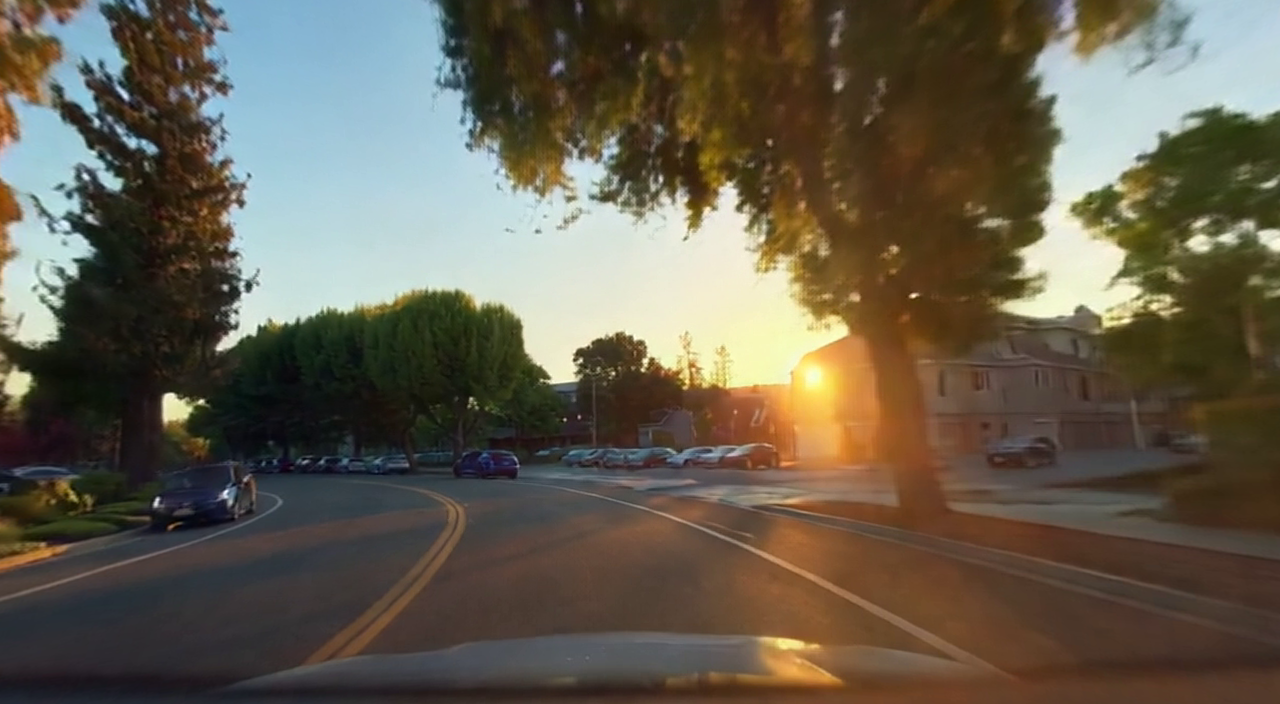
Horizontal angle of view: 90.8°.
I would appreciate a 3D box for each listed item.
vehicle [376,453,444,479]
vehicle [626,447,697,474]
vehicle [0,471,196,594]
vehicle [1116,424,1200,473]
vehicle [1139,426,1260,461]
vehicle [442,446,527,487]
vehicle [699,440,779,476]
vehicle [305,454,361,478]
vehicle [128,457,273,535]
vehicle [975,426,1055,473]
[{"bbox_3d":[-14.929,7.343,40.832,4.611,1.519,2.053,-7,-11,40],"label":"vehicle"},{"bbox_3d":[1.326,6.512,38.025,2.036,1.517,4.225,-8,-12,42],"label":"vehicle"},{"bbox_3d":[-8.606,2.219,7.288,2.772,1.161,7.241,-1,-7,-9],"label":"vehicle"},{"bbox_3d":[18.406,3.400,22.396,3.526,1.412,1.647,4,-12,-43],"label":"vehicle"},{"bbox_3d":[29.284,4.839,33.177,4.506,1.623,1.928,-10,-14,42],"label":"vehicle"},{"bbox_3d":[-8.285,5.975,33.372,2.042,1.817,5.202,7,-10,-42],"label":"vehicle"},{"bbox_3d":[5.518,5.784,34.878,2.229,1.723,4.372,-7,-9,44],"label":"vehicle"},{"bbox_3d":[-23.491,8.674,48.308,4.686,1.731,2.055,-7,-11,41],"label":"vehicle"},{"bbox_3d":[-11.286,3.641,16.678,2.206,1.537,4.946,0,-9,-24],"label":"vehicle"},{"bbox_3d":[15.415,3.972,25.847,1.900,1.711,4.666,-7,-11,40],"label":"vehicle"}]
